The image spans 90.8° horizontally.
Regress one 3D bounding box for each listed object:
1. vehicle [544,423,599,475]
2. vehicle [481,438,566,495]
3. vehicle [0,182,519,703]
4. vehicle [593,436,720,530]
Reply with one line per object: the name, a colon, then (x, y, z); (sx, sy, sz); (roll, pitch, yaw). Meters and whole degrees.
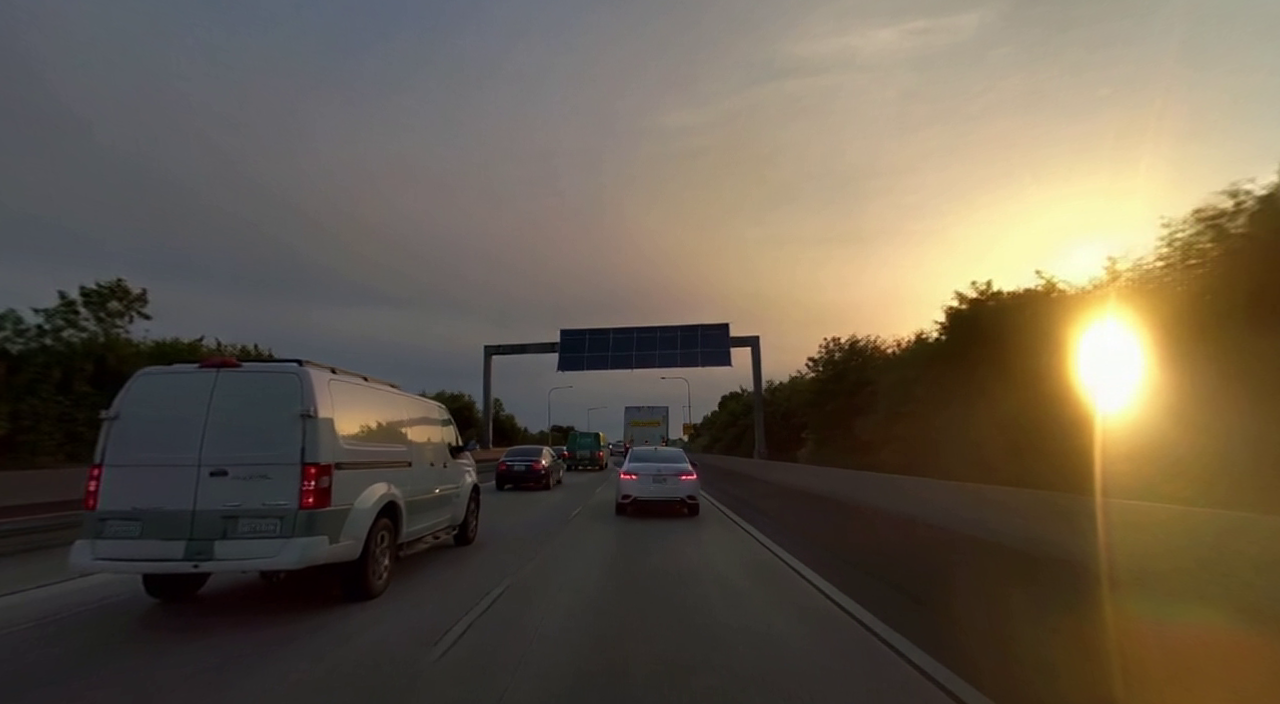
vehicle: (-3.673, 5.393, 35.140); (2.290, 2.613, 5.975); (0, -9, 1)
vehicle: (-3.643, 3.658, 20.473); (1.963, 1.627, 3.849); (0, -9, 0)
vehicle: (-3.053, 0.983, 6.438); (2.289, 2.757, 6.726); (0, -9, 0)
vehicle: (0.247, 2.411, 12.090); (2.063, 1.507, 3.488); (0, -9, -1)
